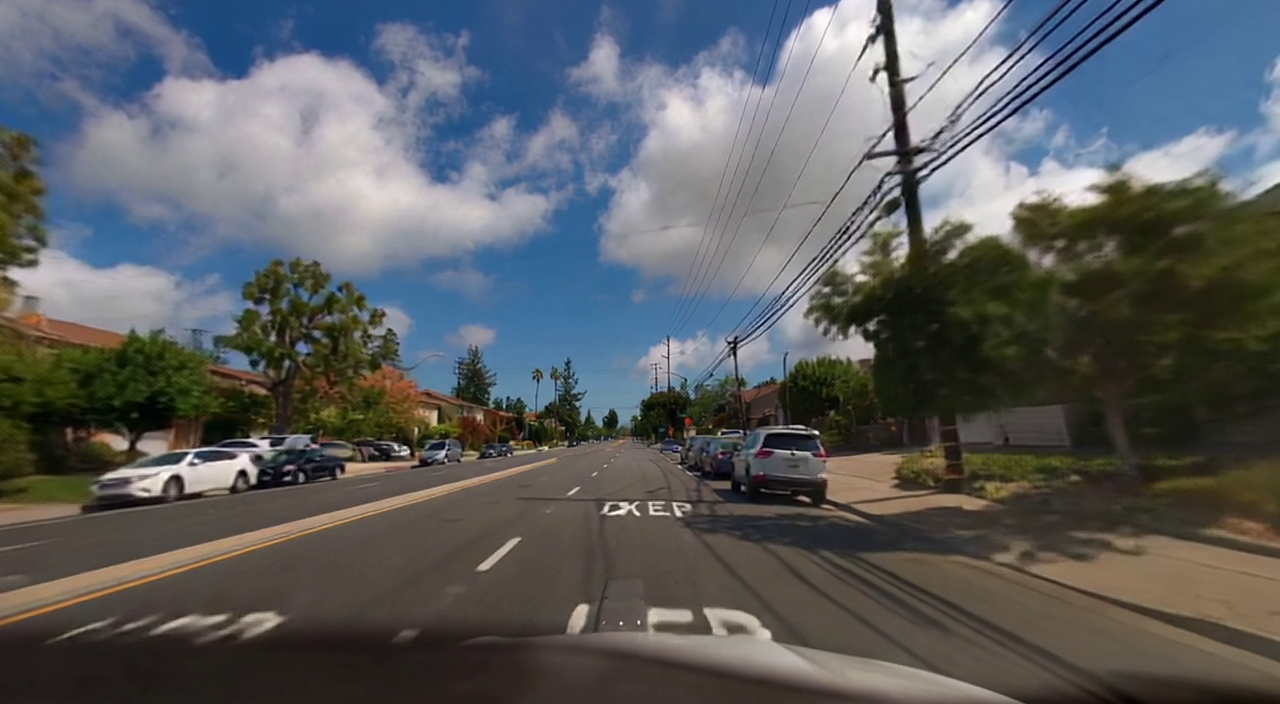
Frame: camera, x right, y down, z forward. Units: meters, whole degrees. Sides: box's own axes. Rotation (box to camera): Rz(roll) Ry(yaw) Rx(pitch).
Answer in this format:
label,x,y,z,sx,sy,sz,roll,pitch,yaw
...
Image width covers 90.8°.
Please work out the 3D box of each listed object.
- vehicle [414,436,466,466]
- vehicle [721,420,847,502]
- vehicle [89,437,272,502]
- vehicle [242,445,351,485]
label,x,y,z,sx,sy,sz,roll,pitch,yaw
vehicle,-13.786,6.809,43.808,2.137,1.852,4.541,-2,-8,0
vehicle,3.414,2.701,15.987,2.045,1.746,4.564,0,-9,-1
vehicle,-13.970,3.585,19.713,1.913,1.745,4.992,0,-9,1
vehicle,-13.927,4.578,25.983,1.887,1.490,4.656,0,-9,0
